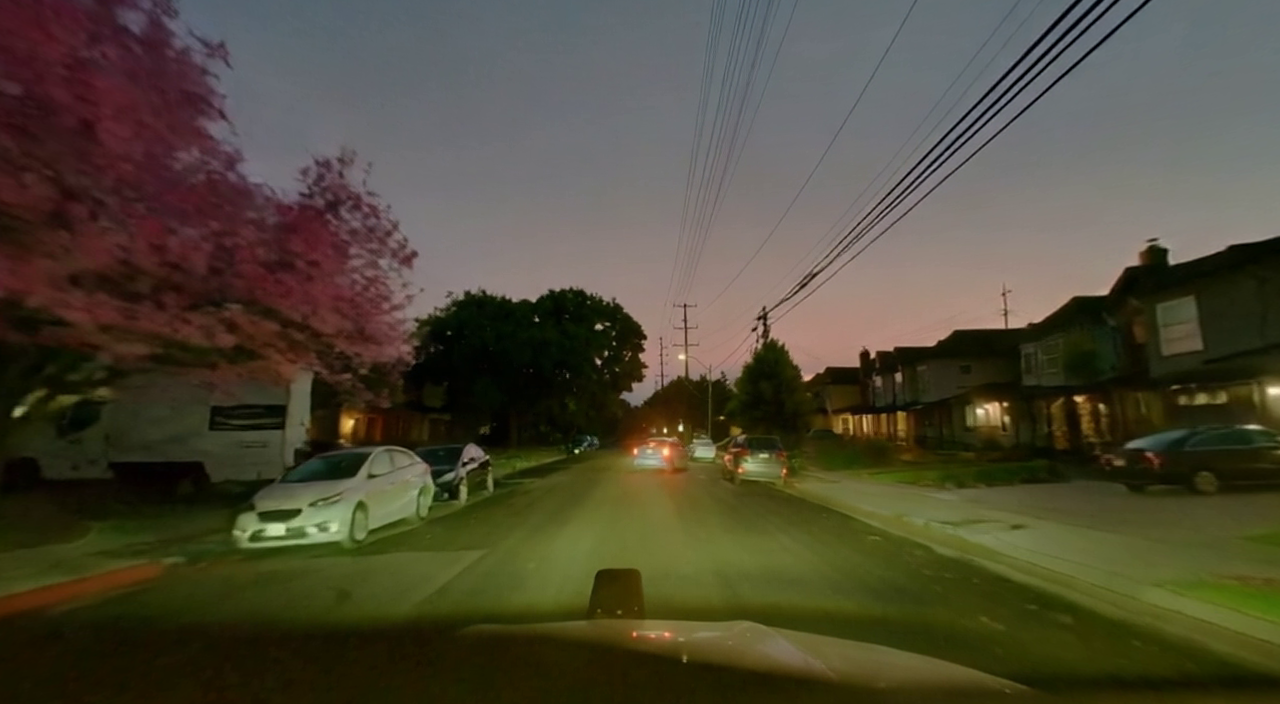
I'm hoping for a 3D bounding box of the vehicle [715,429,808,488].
[{"bbox_3d":[3.797,3.424,20.654,2.103,1.679,4.386,0,-8,-1],"label":"vehicle"}]

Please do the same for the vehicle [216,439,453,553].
[{"bbox_3d":[-4.858,2.280,10.917,1.874,1.413,4.442,0,-6,0],"label":"vehicle"}]

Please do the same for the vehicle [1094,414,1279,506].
[{"bbox_3d":[12.306,2.203,13.083,4.186,1.748,1.992,0,-8,1],"label":"vehicle"}]

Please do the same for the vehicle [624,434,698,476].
[{"bbox_3d":[0.946,3.970,24.657,2.075,1.449,4.526,-2,-8,13],"label":"vehicle"}]

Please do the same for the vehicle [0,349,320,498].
[{"bbox_3d":[-13.071,1.829,15.969,8.239,3.354,2.902,0,-9,1],"label":"vehicle"}]
